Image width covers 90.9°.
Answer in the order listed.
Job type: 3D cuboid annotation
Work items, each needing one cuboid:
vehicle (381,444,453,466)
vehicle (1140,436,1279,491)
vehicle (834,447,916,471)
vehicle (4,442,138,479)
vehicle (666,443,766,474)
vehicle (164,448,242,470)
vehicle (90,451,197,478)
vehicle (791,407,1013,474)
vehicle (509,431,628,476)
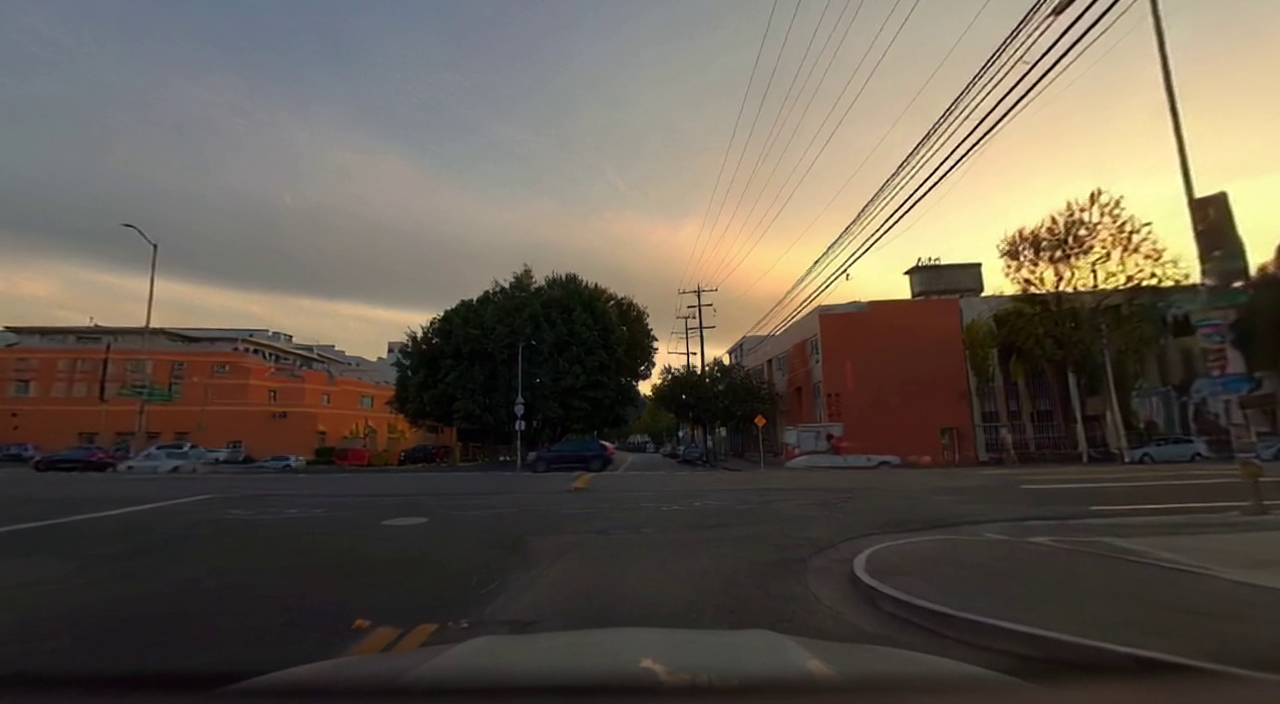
[{"bbox_3d":[-17.377,8.049,49.276,4.952,1.662,1.935,0,-8,-2],"label":"vehicle"},{"bbox_3d":[17.564,3.197,18.253,4.645,1.464,2.033,1,-8,-7],"label":"vehicle"},{"bbox_3d":[14.705,6.720,39.575,4.400,1.419,1.711,0,-8,-3],"label":"vehicle"},{"bbox_3d":[-28.537,5.433,31.744,4.689,1.803,1.958,0,-8,-2],"label":"vehicle"},{"bbox_3d":[3.851,5.473,32.510,4.855,1.493,1.831,1,-8,-3],"label":"vehicle"},{"bbox_3d":[-34.282,8.393,49.539,4.674,1.716,1.860,0,-8,-1],"label":"vehicle"},{"bbox_3d":[-30.242,6.849,38.465,4.869,1.517,1.819,0,-8,-2],"label":"vehicle"},{"bbox_3d":[17.949,6.130,43.656,14.239,4.056,2.970,2,-8,-4],"label":"vehicle"},{"bbox_3d":[-3.178,4.627,28.879,5.213,1.960,2.099,0,-8,-2],"label":"vehicle"}]
